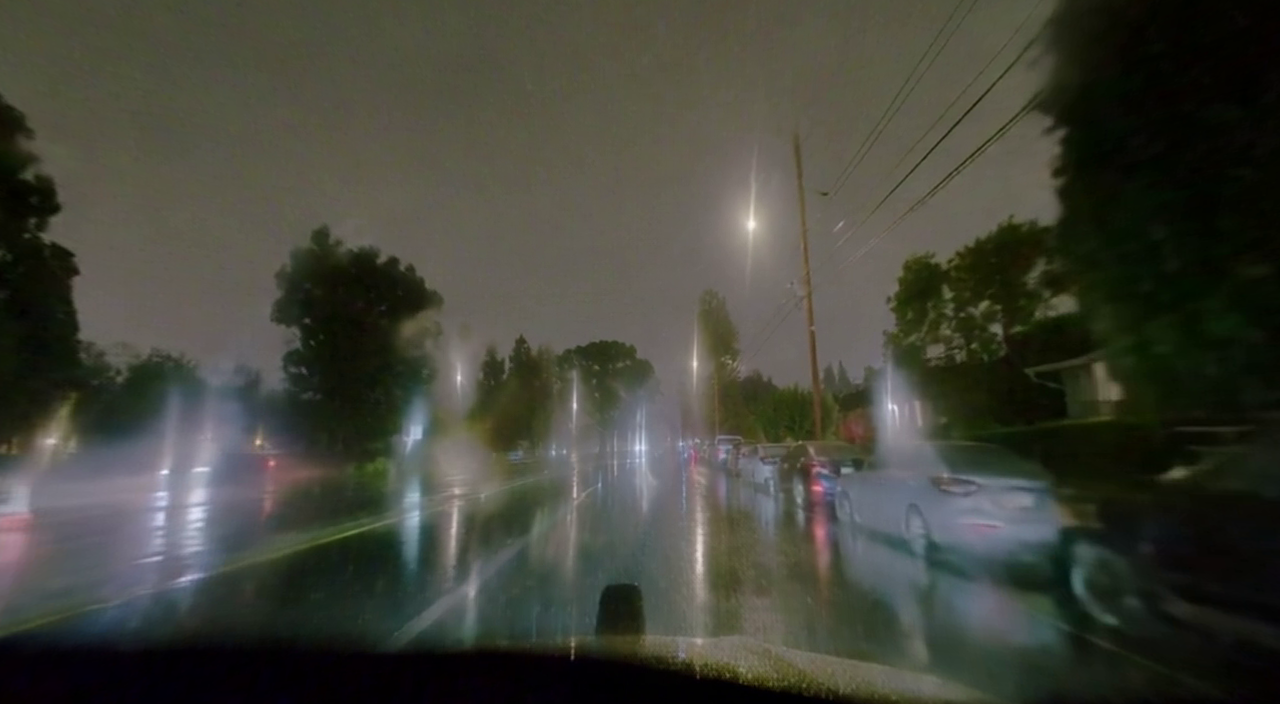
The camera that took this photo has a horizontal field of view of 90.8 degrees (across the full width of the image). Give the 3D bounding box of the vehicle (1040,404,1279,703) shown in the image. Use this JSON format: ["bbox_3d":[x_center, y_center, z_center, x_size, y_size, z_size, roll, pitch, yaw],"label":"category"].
[{"bbox_3d":[4.216,0.979,2.838,1.899,1.529,4.406,0,-9,-1],"label":"vehicle"}]

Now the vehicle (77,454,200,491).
[{"bbox_3d":[-23.348,5.589,29.695,1.931,1.500,4.688,0,-9,0],"label":"vehicle"}]

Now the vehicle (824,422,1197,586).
[{"bbox_3d":[4.199,1.796,8.403,2.023,1.529,4.771,0,-9,-1],"label":"vehicle"}]

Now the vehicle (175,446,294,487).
[{"bbox_3d":[-16.398,4.618,25.859,1.973,1.522,4.188,0,-9,2],"label":"vehicle"}]
